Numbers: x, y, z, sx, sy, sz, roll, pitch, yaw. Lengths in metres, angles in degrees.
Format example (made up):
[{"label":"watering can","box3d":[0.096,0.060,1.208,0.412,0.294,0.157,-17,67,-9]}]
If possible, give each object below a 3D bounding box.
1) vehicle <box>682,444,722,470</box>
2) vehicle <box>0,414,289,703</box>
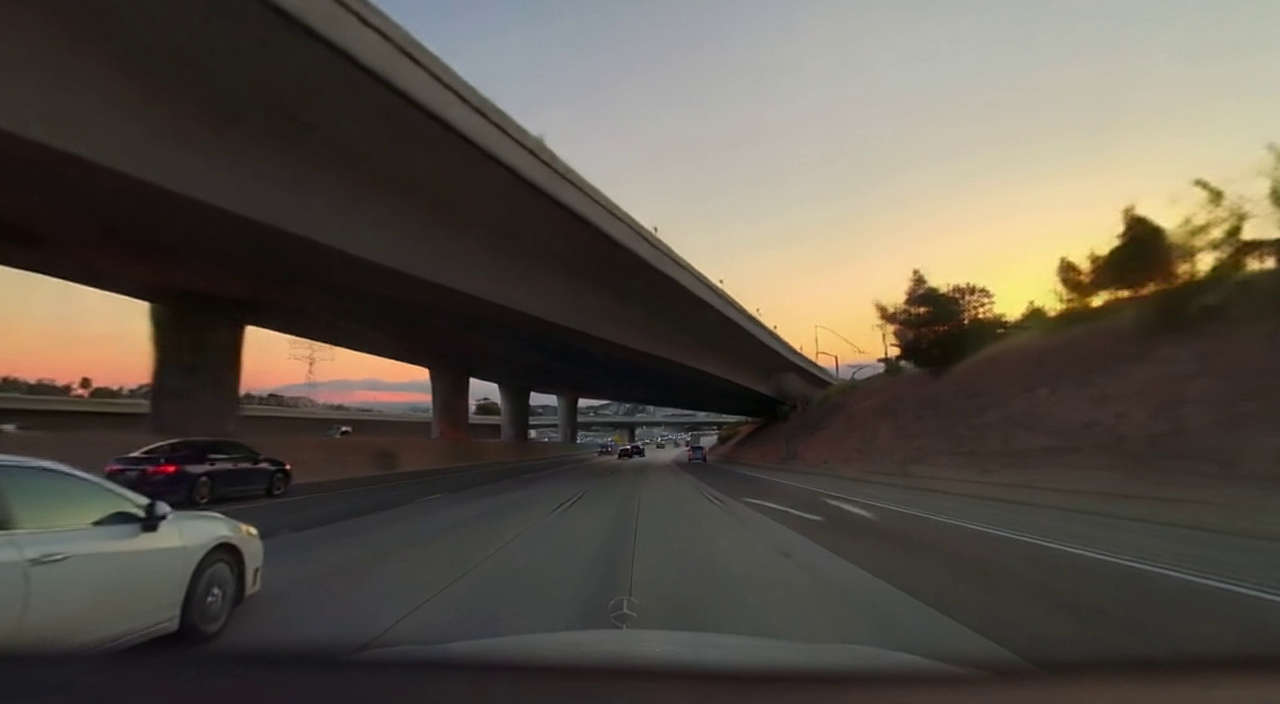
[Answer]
[{"label":"vehicle","box3d":[3.841,6.597,39.935,2.059,1.509,4.670,0,-8,0]},{"label":"vehicle","box3d":[-3.766,1.012,2.677,1.990,1.477,4.308,0,-8,1]}]
